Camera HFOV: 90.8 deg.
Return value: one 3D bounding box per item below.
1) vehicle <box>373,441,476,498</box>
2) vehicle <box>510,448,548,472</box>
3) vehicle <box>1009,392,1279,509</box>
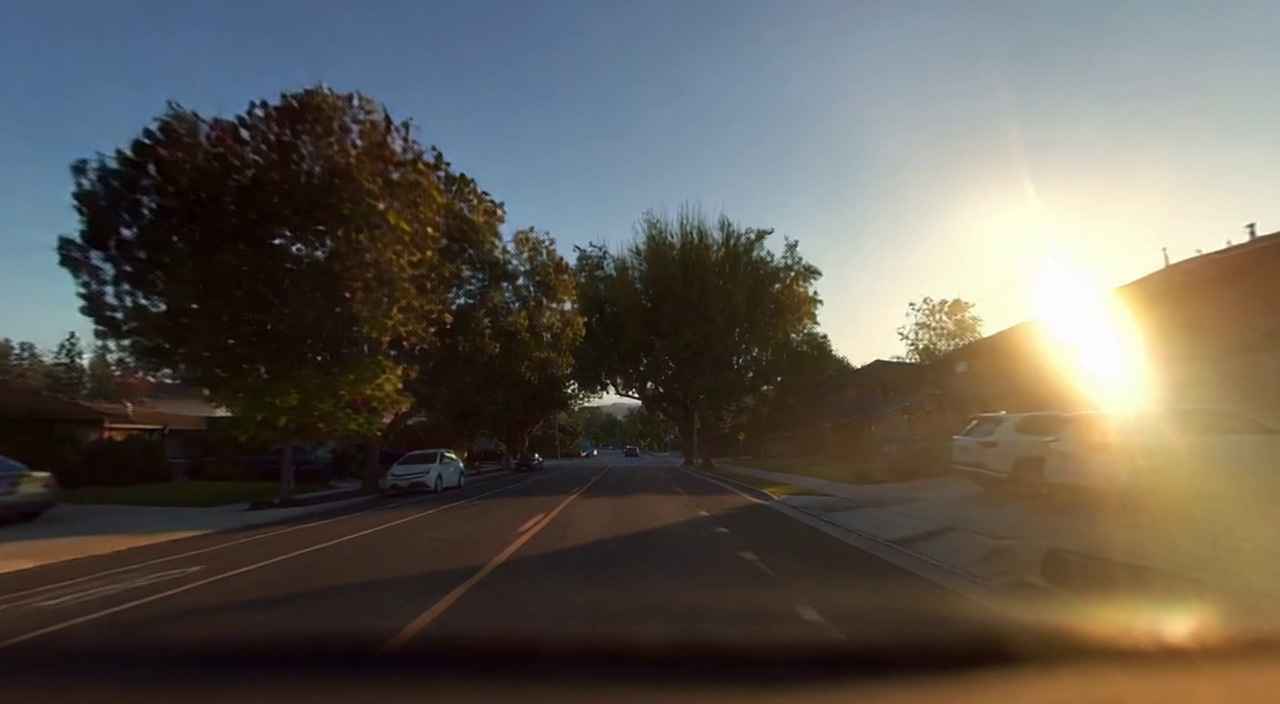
[{"bbox_3d":[-7.821,4.266,23.460,2.122,1.739,4.770,-4,-8,0],"label":"vehicle"},{"bbox_3d":[-7.959,7.768,45.582,1.880,1.469,4.221,-4,-9,1],"label":"vehicle"},{"bbox_3d":[8.929,1.589,10.296,4.535,1.697,1.968,0,-9,0],"label":"vehicle"}]
